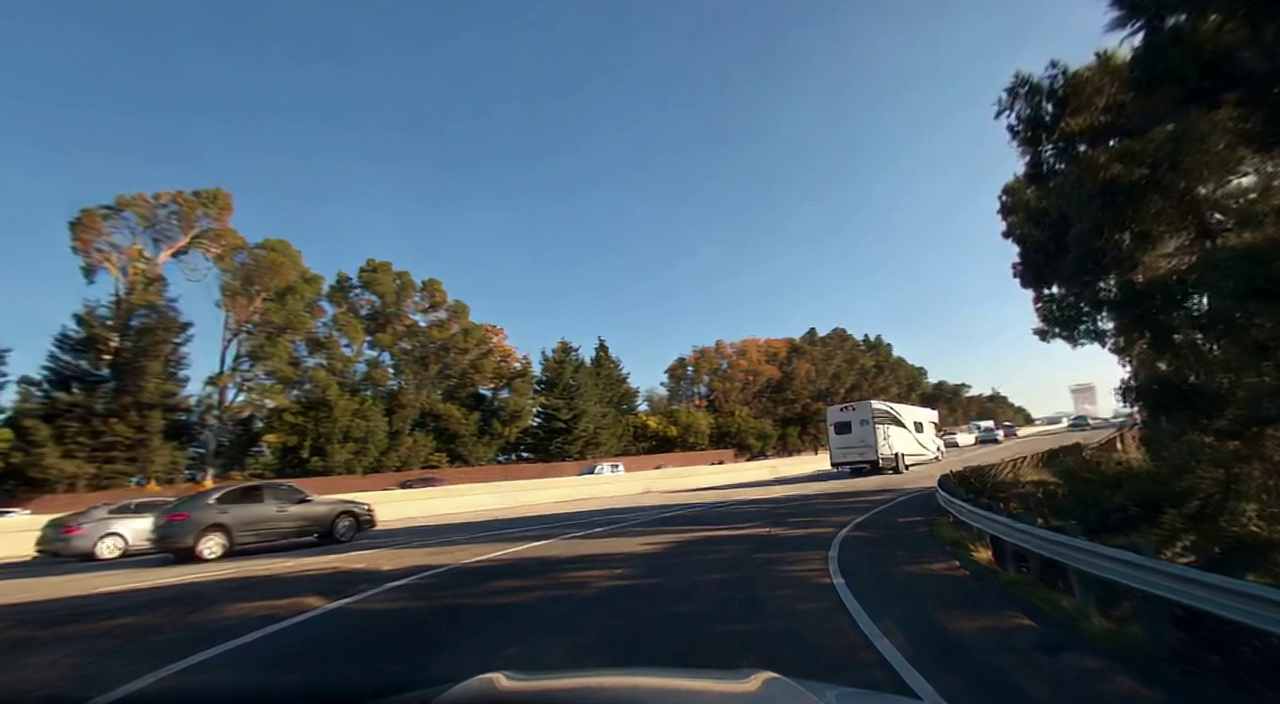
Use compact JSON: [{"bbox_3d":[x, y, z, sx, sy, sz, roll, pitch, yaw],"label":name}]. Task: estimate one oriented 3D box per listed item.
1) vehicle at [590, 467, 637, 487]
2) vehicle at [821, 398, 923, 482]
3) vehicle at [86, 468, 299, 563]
[{"bbox_3d":[-2.025,9.773,49.376,1.746,1.384,3.705,-6,-11,35],"label":"vehicle"},{"bbox_3d":[14.005,5.310,37.518,3.123,4.328,9.076,-7,-11,35],"label":"vehicle"},{"bbox_3d":[-8.994,3.193,12.851,1.778,1.560,3.030,-7,-11,37],"label":"vehicle"}]
